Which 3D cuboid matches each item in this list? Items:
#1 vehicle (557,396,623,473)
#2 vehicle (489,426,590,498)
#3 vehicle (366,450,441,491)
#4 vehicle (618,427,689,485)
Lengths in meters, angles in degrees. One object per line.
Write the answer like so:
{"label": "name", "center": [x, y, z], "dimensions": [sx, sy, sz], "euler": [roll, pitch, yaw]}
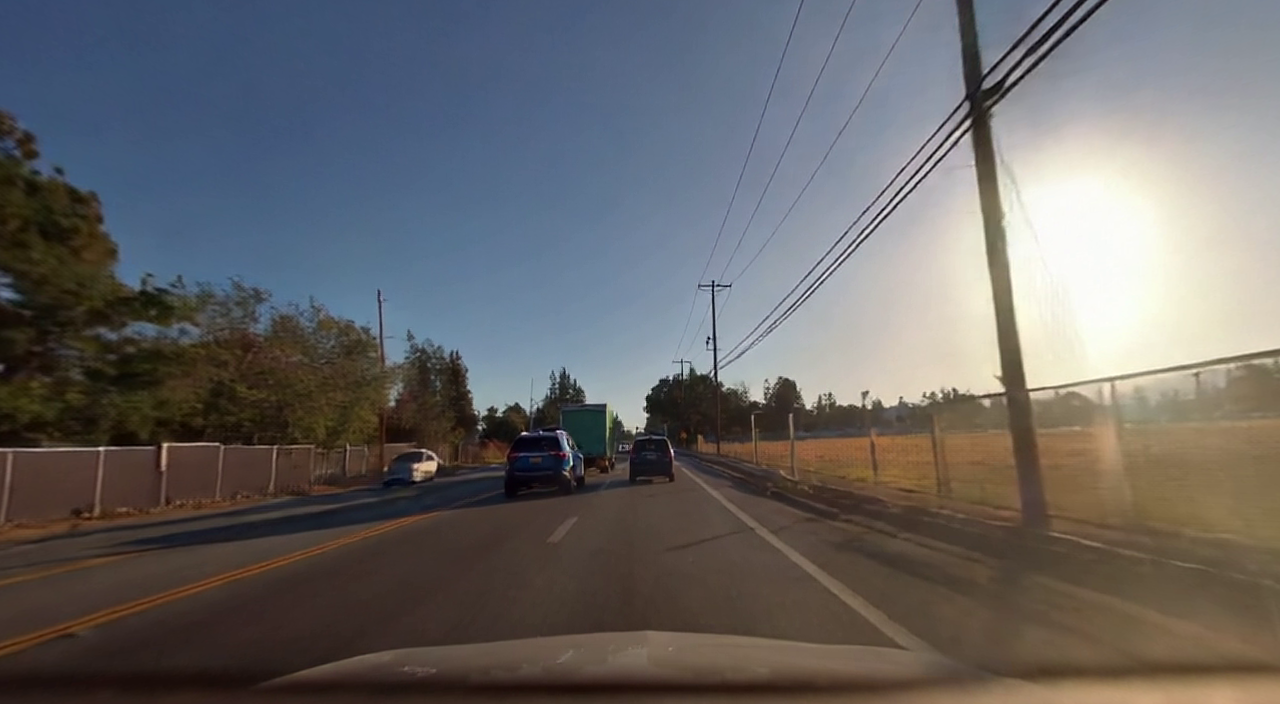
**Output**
{"label": "vehicle", "center": [-2.603, 4.806, 36.075], "dimensions": [2.928, 3.658, 10.953], "euler": [-1, -9, 0]}
{"label": "vehicle", "center": [-2.780, 3.192, 18.592], "dimensions": [2.093, 1.832, 4.508], "euler": [-1, -9, 2]}
{"label": "vehicle", "center": [-11.739, 5.869, 31.557], "dimensions": [1.959, 1.691, 4.479], "euler": [-5, -9, 0]}
{"label": "vehicle", "center": [0.413, 3.532, 21.575], "dimensions": [2.174, 1.749, 4.113], "euler": [-1, -9, 0]}
